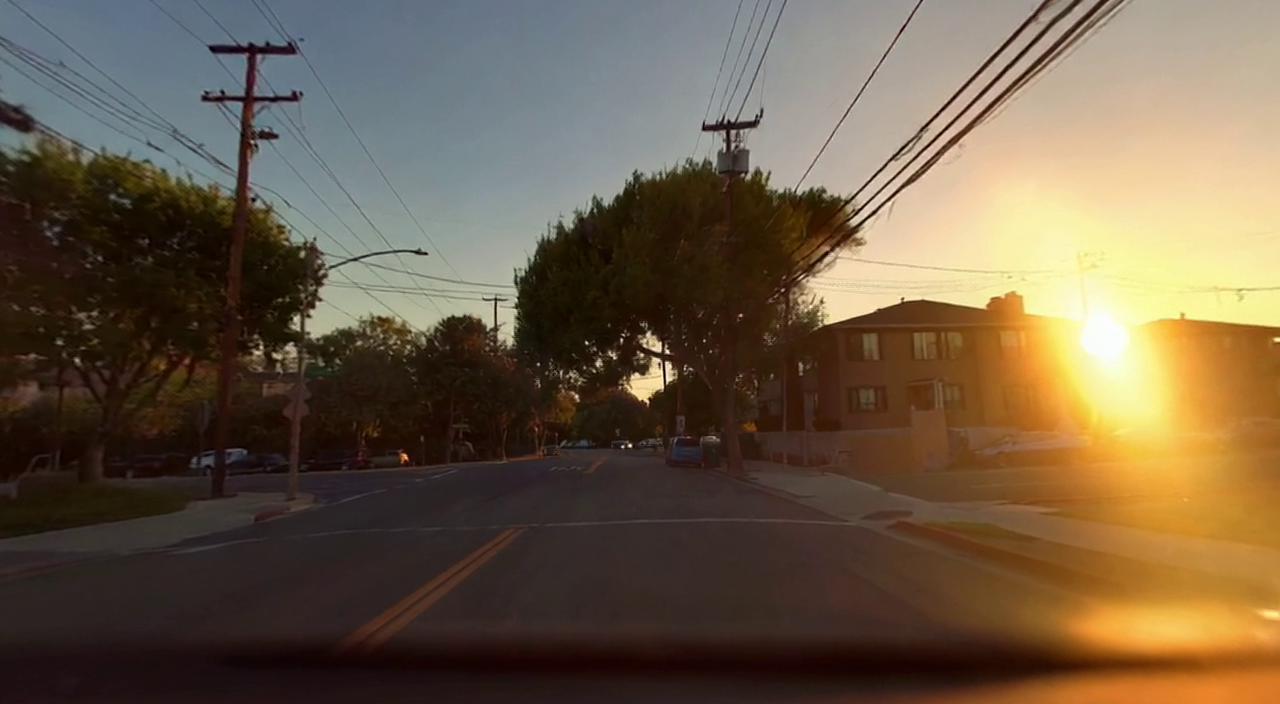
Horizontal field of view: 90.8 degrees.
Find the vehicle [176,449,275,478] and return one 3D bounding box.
[{"bbox_3d":[-25.061,6.729,38.392,1.814,1.462,4.703,-8,-10,30],"label":"vehicle"}]

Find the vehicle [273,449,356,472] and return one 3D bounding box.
[{"bbox_3d":[-22.009,7.329,42.875,1.797,1.446,4.694,-4,-10,30],"label":"vehicle"}]

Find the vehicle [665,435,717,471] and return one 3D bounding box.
[{"bbox_3d":[2.373,4.893,30.652,1.999,1.604,4.065,0,-9,-3],"label":"vehicle"}]

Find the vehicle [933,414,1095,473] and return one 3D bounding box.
[{"bbox_3d":[12.926,3.186,22.028,4.375,1.733,1.953,-2,-9,-5],"label":"vehicle"}]

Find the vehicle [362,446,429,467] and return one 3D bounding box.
[{"bbox_3d":[-18.516,7.940,47.974,1.835,1.463,4.469,-4,-10,32],"label":"vehicle"}]

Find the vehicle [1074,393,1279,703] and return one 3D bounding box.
[{"bbox_3d":[3.088,0.653,0.465,2.053,1.501,4.765,0,-9,-2],"label":"vehicle"}]
